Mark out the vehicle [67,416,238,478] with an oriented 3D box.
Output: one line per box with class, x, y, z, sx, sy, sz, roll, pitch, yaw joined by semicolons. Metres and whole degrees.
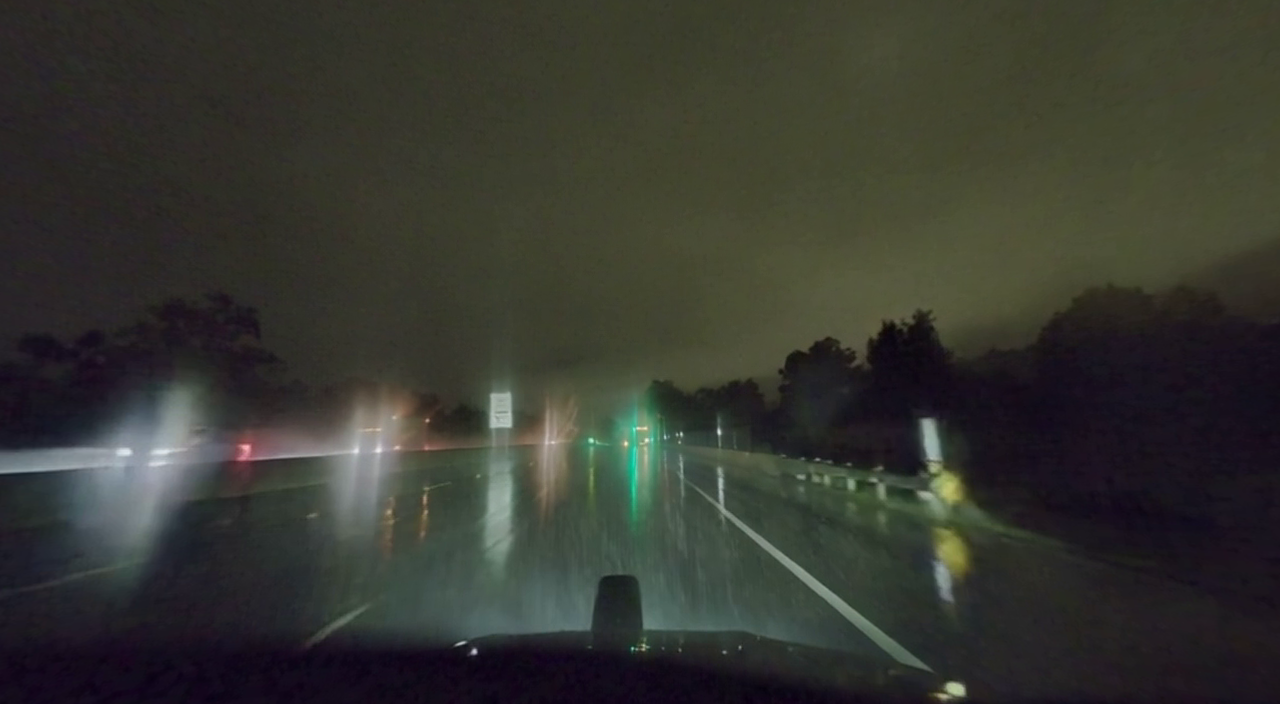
vehicle;-19.343;3.813;25.454;2.254;2.192;5.787;0;-8;0
